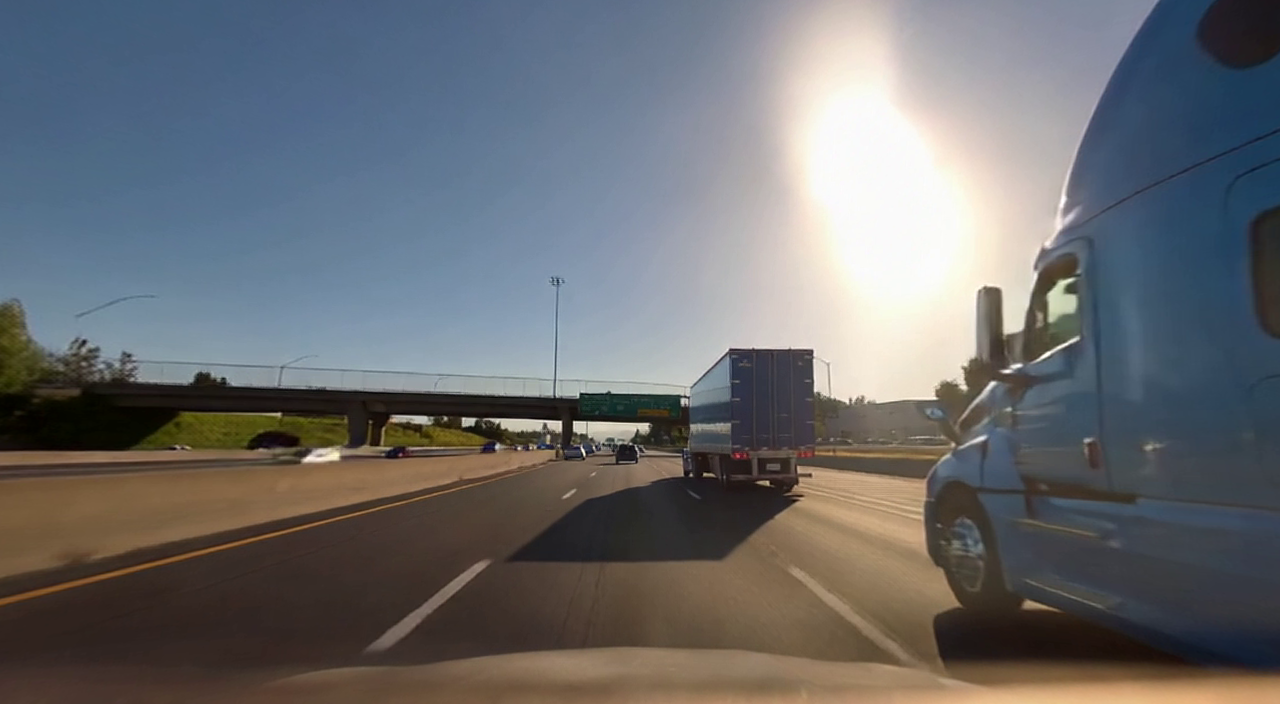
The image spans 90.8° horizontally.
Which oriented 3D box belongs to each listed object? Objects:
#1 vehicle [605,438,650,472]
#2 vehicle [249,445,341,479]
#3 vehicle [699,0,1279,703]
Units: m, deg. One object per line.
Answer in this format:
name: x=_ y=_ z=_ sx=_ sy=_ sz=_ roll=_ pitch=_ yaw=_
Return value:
vehicle: x=-0.663 y=5.420 z=33.409 sx=2.191 sy=1.685 sz=4.015 roll=0 pitch=-9 yaw=-1
vehicle: x=-16.668 y=5.311 z=30.828 sx=2.134 sy=1.489 sz=4.523 roll=0 pitch=-9 yaw=-3
vehicle: x=3.315 y=0.591 z=9.369 sx=2.996 sy=4.123 sz=15.965 roll=0 pitch=-9 yaw=-1
